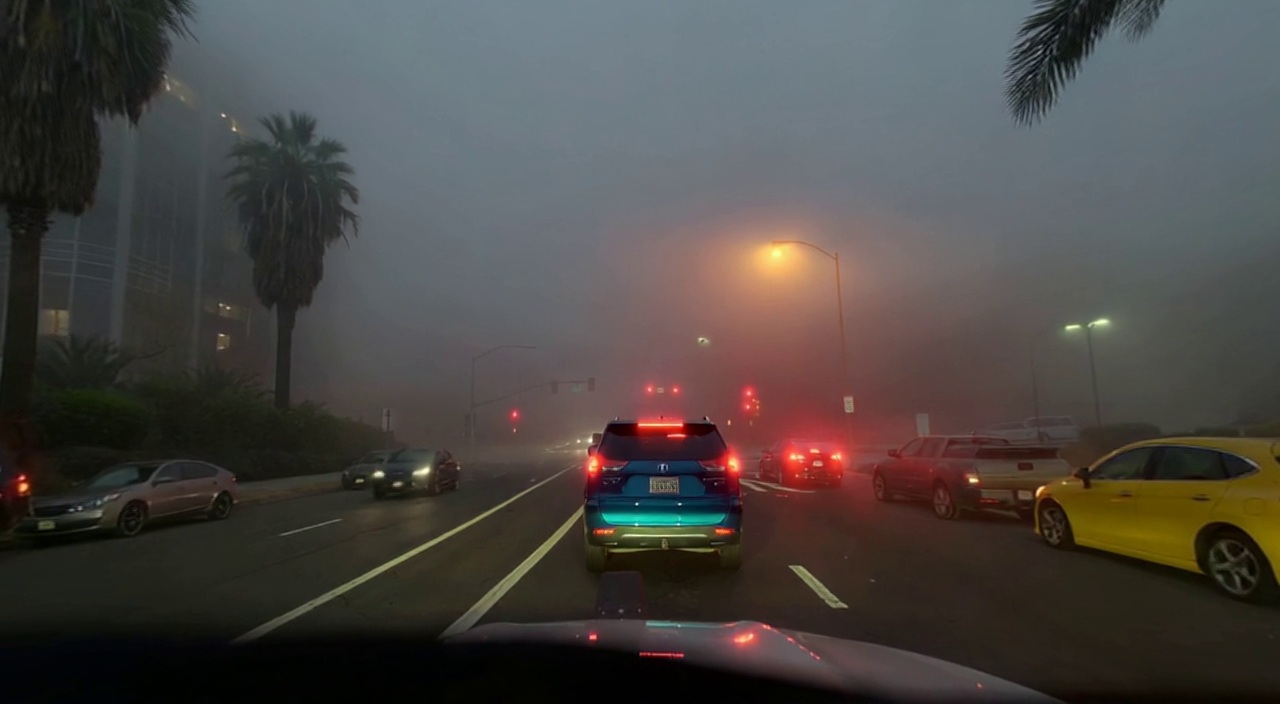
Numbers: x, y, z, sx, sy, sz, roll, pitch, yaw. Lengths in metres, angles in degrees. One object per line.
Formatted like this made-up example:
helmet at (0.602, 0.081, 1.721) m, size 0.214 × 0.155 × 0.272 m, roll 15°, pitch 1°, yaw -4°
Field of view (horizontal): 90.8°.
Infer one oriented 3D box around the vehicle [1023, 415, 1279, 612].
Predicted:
vehicle at (6.465, 1.603, 6.930) m, size 1.935 × 1.672 × 4.139 m, roll 0°, pitch -8°, yaw 1°

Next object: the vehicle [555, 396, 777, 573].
vehicle at (0.288, 1.672, 8.681) m, size 2.264 × 1.798 × 4.258 m, roll 0°, pitch -8°, yaw 1°

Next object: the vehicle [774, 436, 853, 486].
vehicle at (6.565, 4.148, 24.392) m, size 1.948 × 1.729 × 4.023 m, roll 0°, pitch -8°, yaw 1°

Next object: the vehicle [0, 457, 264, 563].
vehicle at (-9.560, 2.813, 11.949) m, size 2.054 × 1.467 × 4.595 m, roll -3°, pitch -9°, yaw 1°

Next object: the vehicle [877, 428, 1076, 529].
vehicle at (6.692, 2.529, 13.242) m, size 1.930 × 1.736 × 4.329 m, roll -1°, pitch -8°, yaw 3°

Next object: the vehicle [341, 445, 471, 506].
vehicle at (-6.409, 3.395, 17.963) m, size 1.928 × 1.475 × 4.645 m, roll 0°, pitch -8°, yaw -1°
